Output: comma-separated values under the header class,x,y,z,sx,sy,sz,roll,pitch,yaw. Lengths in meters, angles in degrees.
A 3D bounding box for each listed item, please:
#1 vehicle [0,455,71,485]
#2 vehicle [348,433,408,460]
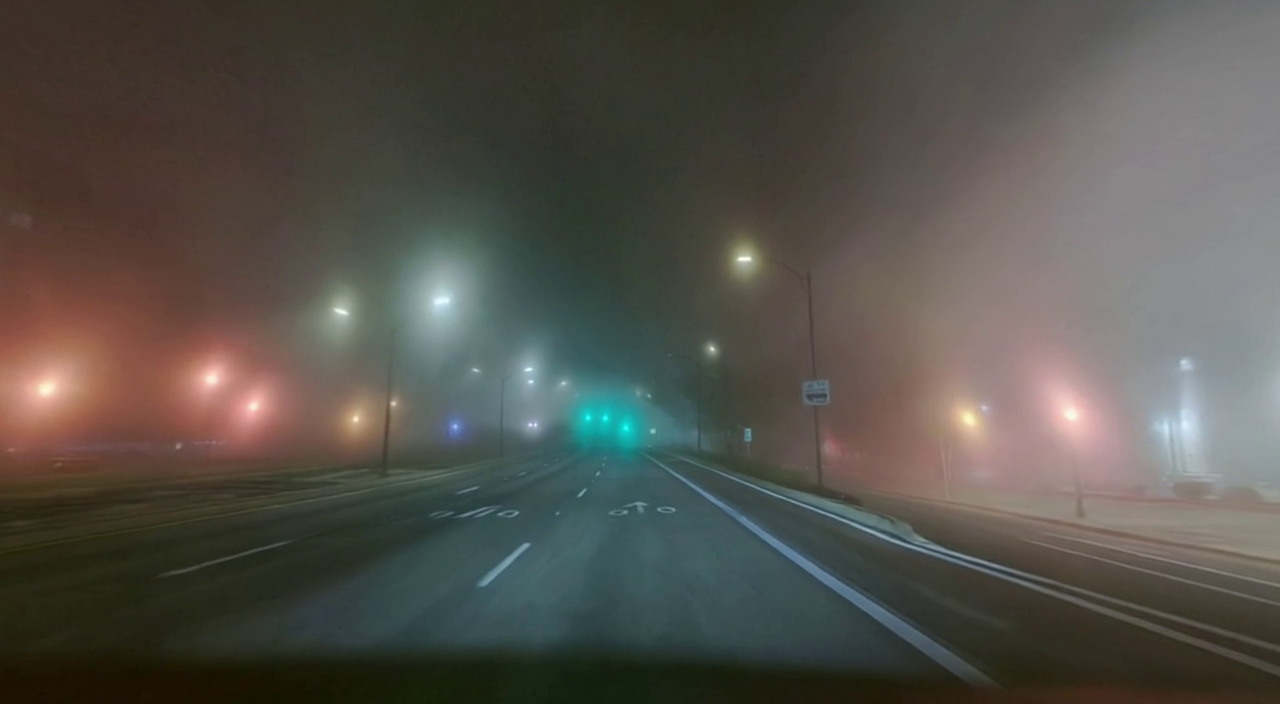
class,x,y,z,sx,sy,sz,roll,pitch,yaw
vehicle,-32.659,6.196,33.318,1.794,1.427,3.715,0,-8,0
vehicle,-18.621,6.756,45.130,2.066,1.791,4.878,0,-8,1
